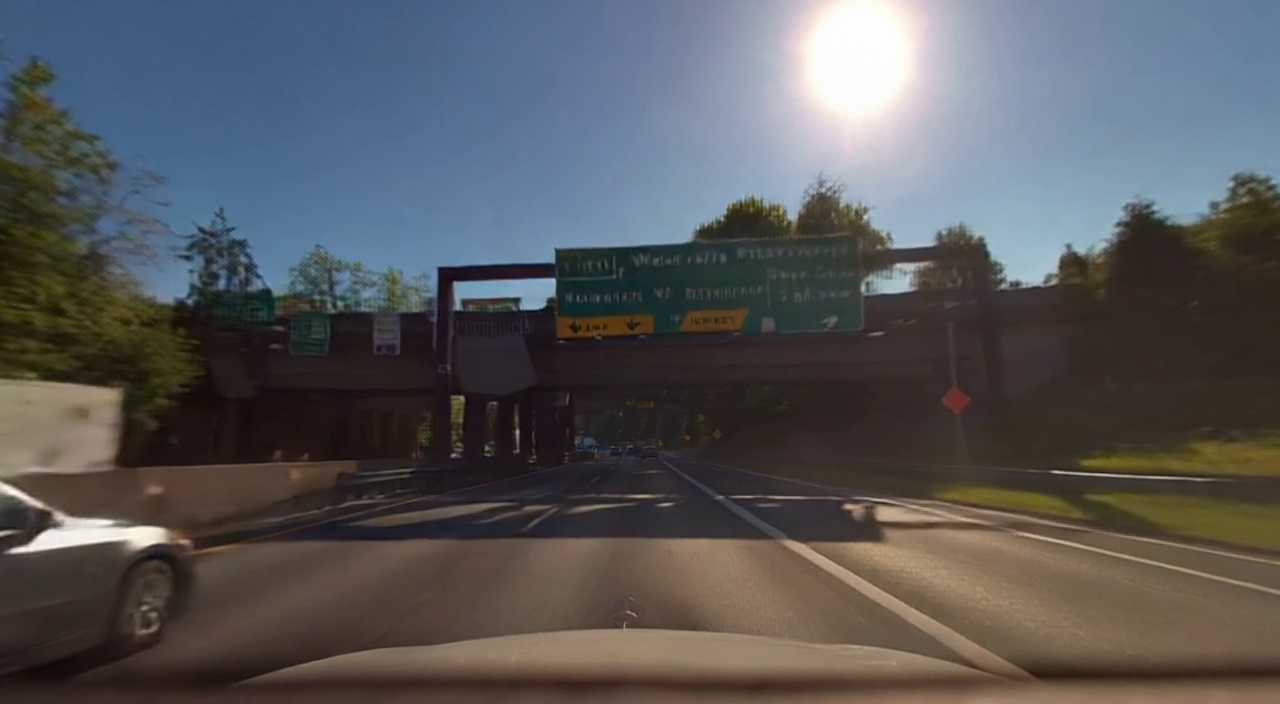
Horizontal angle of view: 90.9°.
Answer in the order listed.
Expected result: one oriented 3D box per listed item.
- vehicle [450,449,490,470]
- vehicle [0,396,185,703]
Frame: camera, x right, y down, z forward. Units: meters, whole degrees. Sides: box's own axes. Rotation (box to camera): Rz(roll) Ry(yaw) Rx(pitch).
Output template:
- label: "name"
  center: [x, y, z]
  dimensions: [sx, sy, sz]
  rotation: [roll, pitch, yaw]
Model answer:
- label: "vehicle"
  center: [-12.215, 7.698, 45.398]
  dimensions: [1.778, 1.450, 3.841]
  rotation: [0, -9, 1]
- label: "vehicle"
  center: [-4.144, 0.865, 2.223]
  dimensions: [1.936, 1.545, 4.116]
  rotation: [0, -9, 1]
